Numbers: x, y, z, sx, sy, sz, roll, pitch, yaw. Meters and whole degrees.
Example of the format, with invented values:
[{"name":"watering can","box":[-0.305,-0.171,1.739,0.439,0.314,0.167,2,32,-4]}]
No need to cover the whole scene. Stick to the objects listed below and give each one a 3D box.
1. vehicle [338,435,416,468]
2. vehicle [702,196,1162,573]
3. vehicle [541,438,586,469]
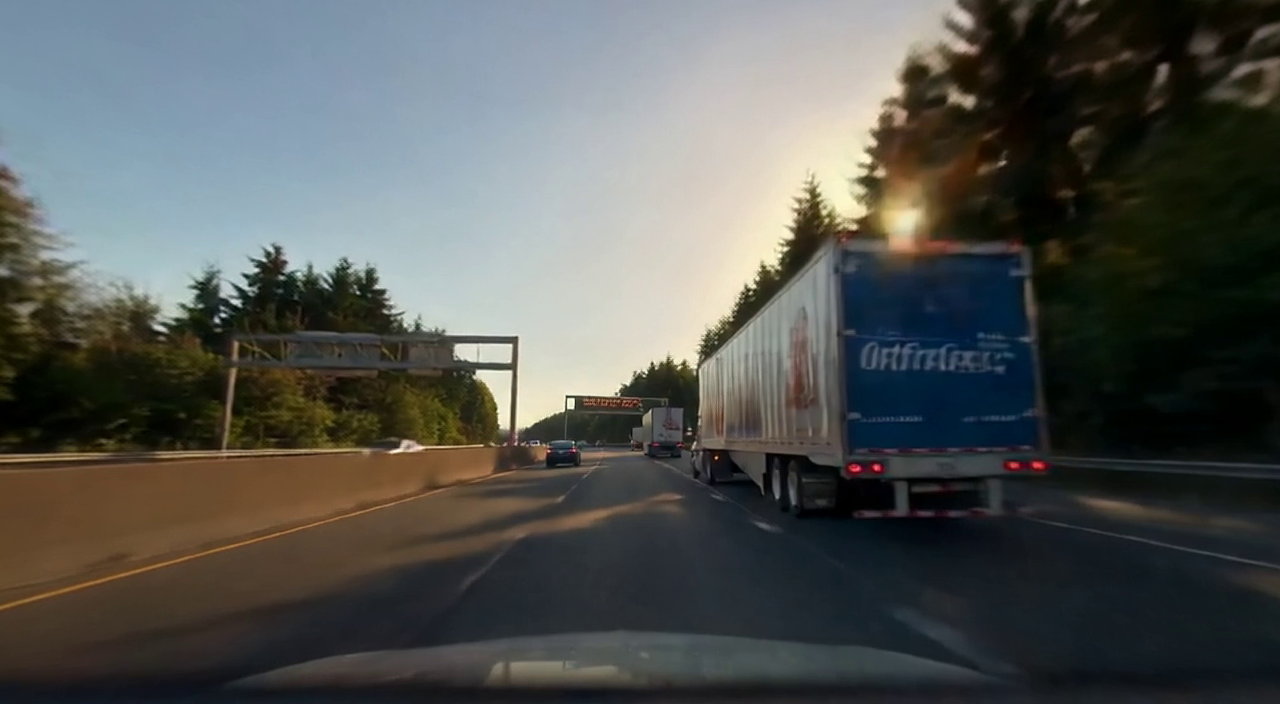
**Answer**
[{"name":"vehicle","box":[-12.691,4.832,30.729,2.003,1.478,4.416,0,-8,-2]},{"name":"vehicle","box":[3.694,1.178,13.228,2.948,4.045,13.051,0,-8,-2]},{"name":"vehicle","box":[-4.330,5.798,36.282,2.206,1.644,4.027,0,-8,-2]}]
